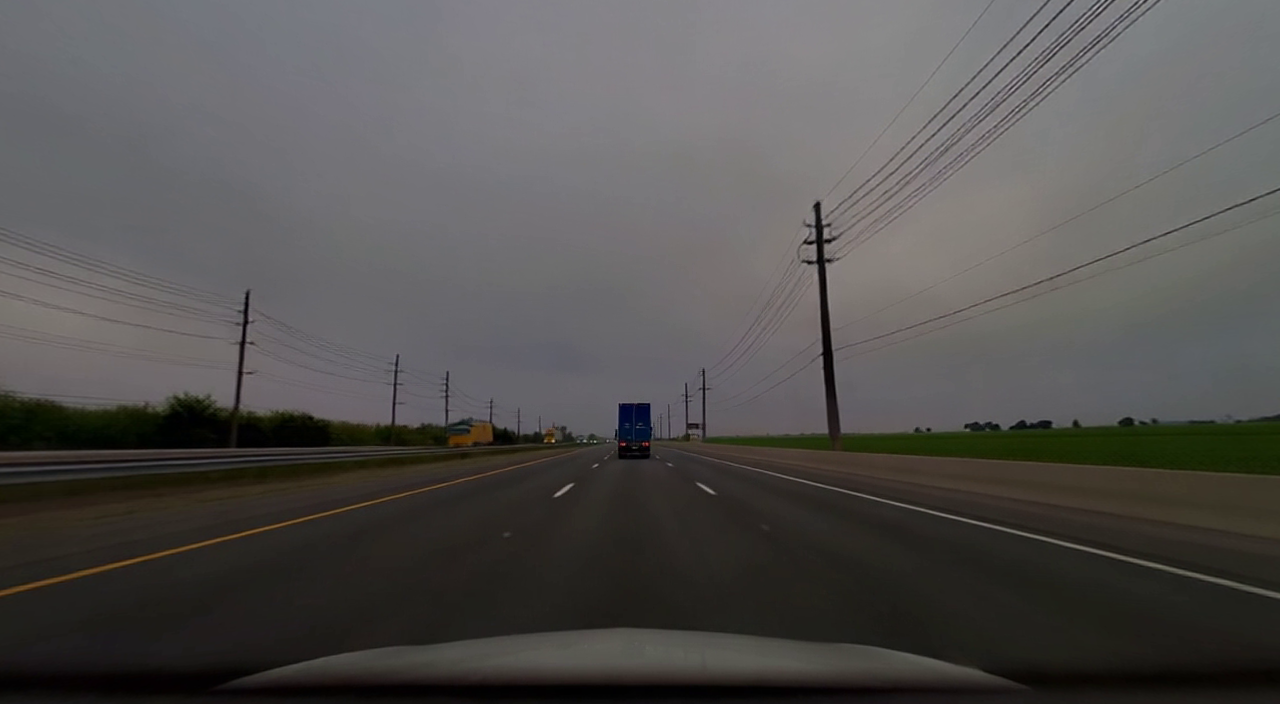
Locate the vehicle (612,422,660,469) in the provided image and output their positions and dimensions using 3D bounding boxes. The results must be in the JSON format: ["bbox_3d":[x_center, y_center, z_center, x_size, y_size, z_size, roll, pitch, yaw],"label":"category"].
[{"bbox_3d":[-0.298,4.680,31.563,2.240,2.129,4.480,0,-8,-2],"label":"vehicle"}]
